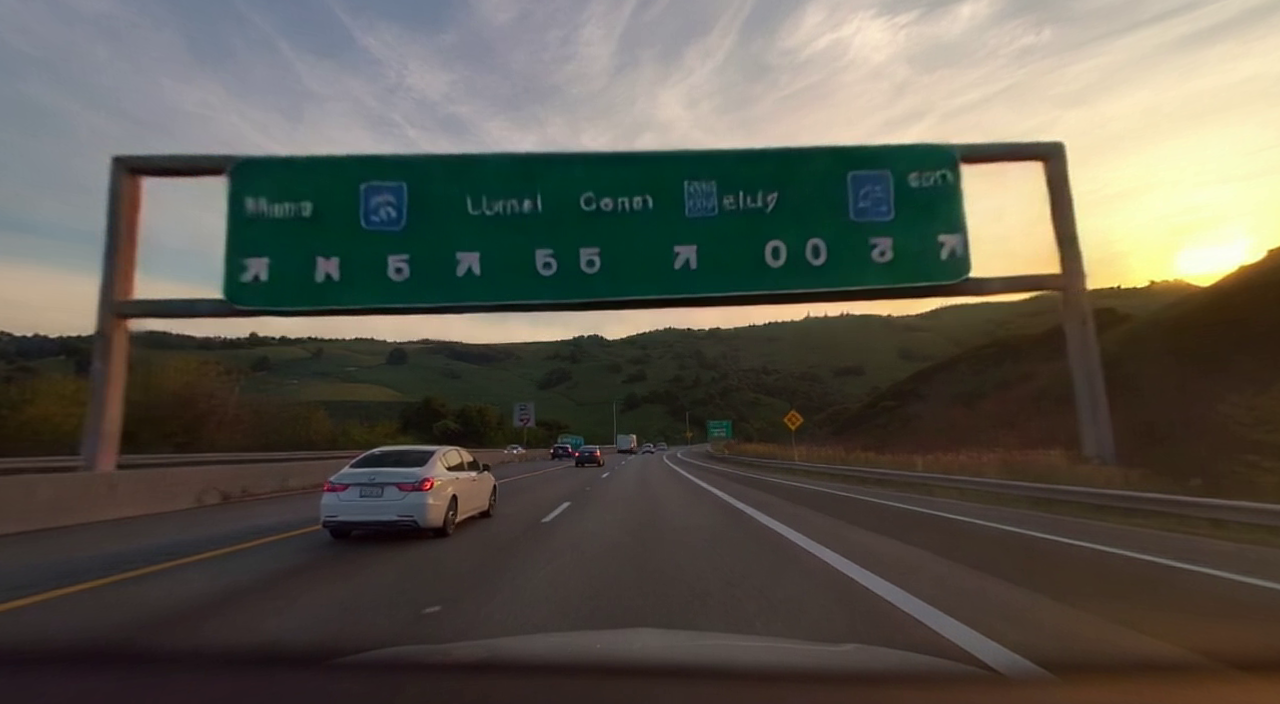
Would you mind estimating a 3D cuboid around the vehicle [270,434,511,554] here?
[{"bbox_3d":[-3.524,2.095,10.029,1.988,1.440,4.504,0,-9,0],"label":"vehicle"}]

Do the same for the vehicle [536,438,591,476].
[{"bbox_3d":[-3.566,4.991,30.148,2.073,1.694,4.162,0,-9,1],"label":"vehicle"}]
